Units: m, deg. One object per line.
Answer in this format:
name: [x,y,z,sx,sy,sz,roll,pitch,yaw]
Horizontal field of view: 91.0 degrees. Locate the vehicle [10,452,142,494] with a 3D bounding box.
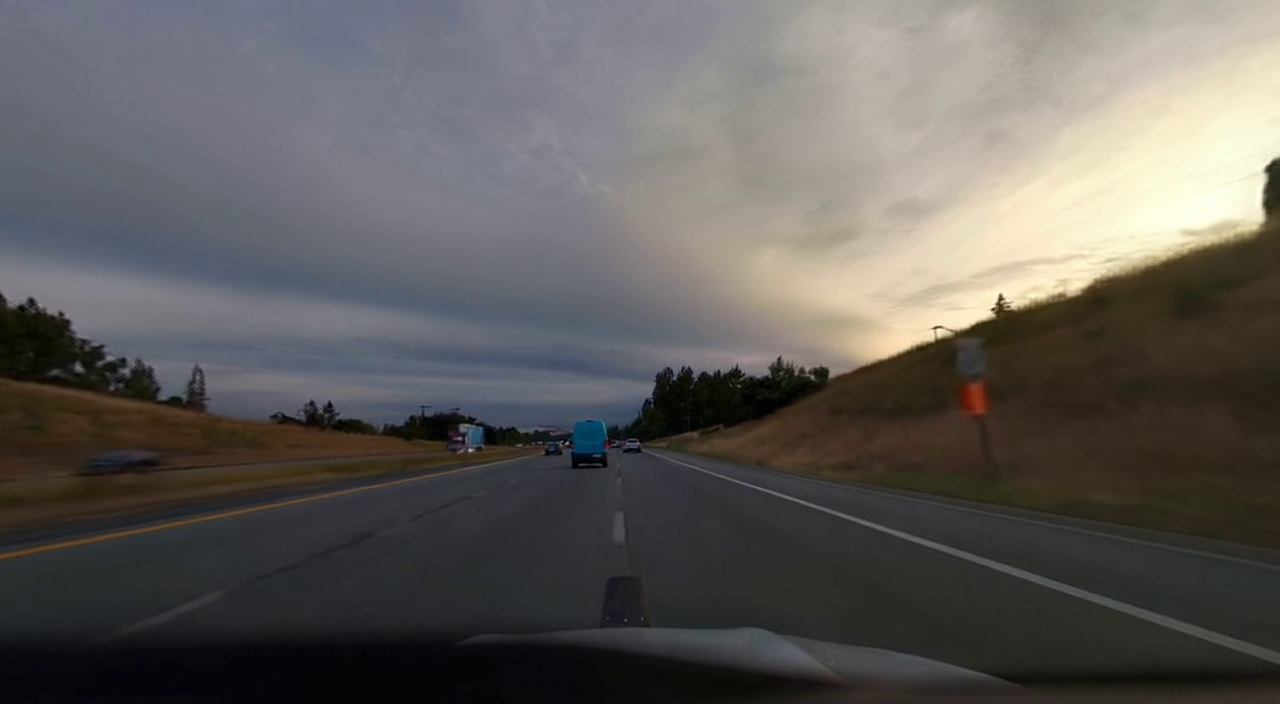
vehicle: [-22.042,4.708,24.818,1.734,1.462,3.838,0,-8,-3]

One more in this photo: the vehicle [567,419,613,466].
vehicle: [-2.797,5.258,36.468,2.329,2.483,5.428,0,-8,-2]
